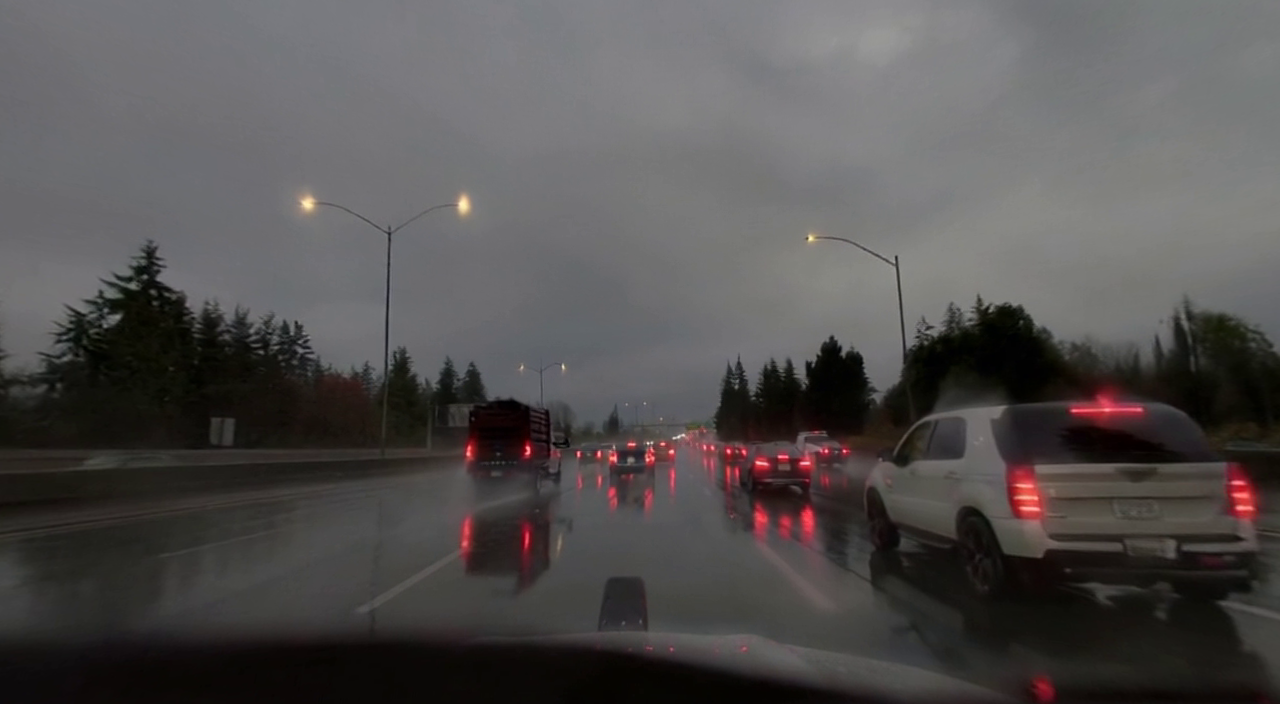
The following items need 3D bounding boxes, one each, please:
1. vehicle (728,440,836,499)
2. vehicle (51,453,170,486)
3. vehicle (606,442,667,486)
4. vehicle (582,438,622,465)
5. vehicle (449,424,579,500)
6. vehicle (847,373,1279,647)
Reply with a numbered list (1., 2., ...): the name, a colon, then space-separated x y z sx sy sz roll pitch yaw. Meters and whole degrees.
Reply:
1. vehicle: 3.946 3.328 18.411 1.907 1.474 4.840 0 -8 -2
2. vehicle: -26.240 5.813 31.473 1.956 1.476 4.412 0 -8 3
3. vehicle: -0.030 4.073 23.252 2.070 1.456 4.029 0 -8 2
4. vehicle: -2.609 7.076 44.923 2.110 1.811 5.585 -1 -8 4
5. vehicle: -3.450 3.193 18.834 2.395 1.892 5.995 0 -8 2
6. vehicle: 3.887 1.355 6.458 1.999 1.777 4.578 0 -8 1
